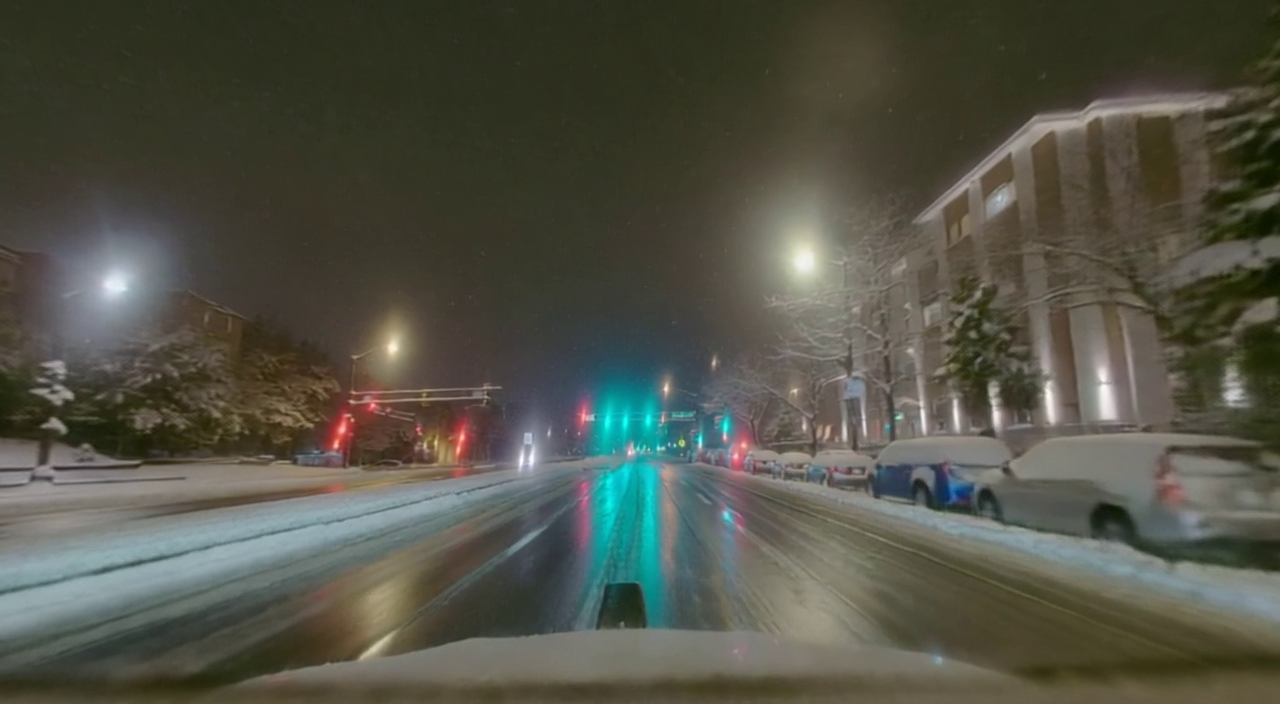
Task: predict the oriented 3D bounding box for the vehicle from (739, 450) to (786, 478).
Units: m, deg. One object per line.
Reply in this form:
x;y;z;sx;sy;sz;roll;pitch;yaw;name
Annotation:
7.017;6.425;36.292;1.863;1.512;4.525;0;-9;1;vehicle

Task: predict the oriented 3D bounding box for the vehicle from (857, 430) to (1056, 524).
6.722;2.706;14.078;1.977;1.732;4.555;1;-9;-1;vehicle

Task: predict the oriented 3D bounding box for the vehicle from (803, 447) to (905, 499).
7.041;4.005;21.268;1.884;1.523;4.746;0;-9;1;vehicle

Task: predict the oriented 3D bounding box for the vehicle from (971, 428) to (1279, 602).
6.845;1.949;8.539;1.951;1.627;5.113;0;-9;1;vehicle

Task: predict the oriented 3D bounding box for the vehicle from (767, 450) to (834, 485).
7.175;5.191;28.493;1.864;1.466;4.352;0;-9;0;vehicle
